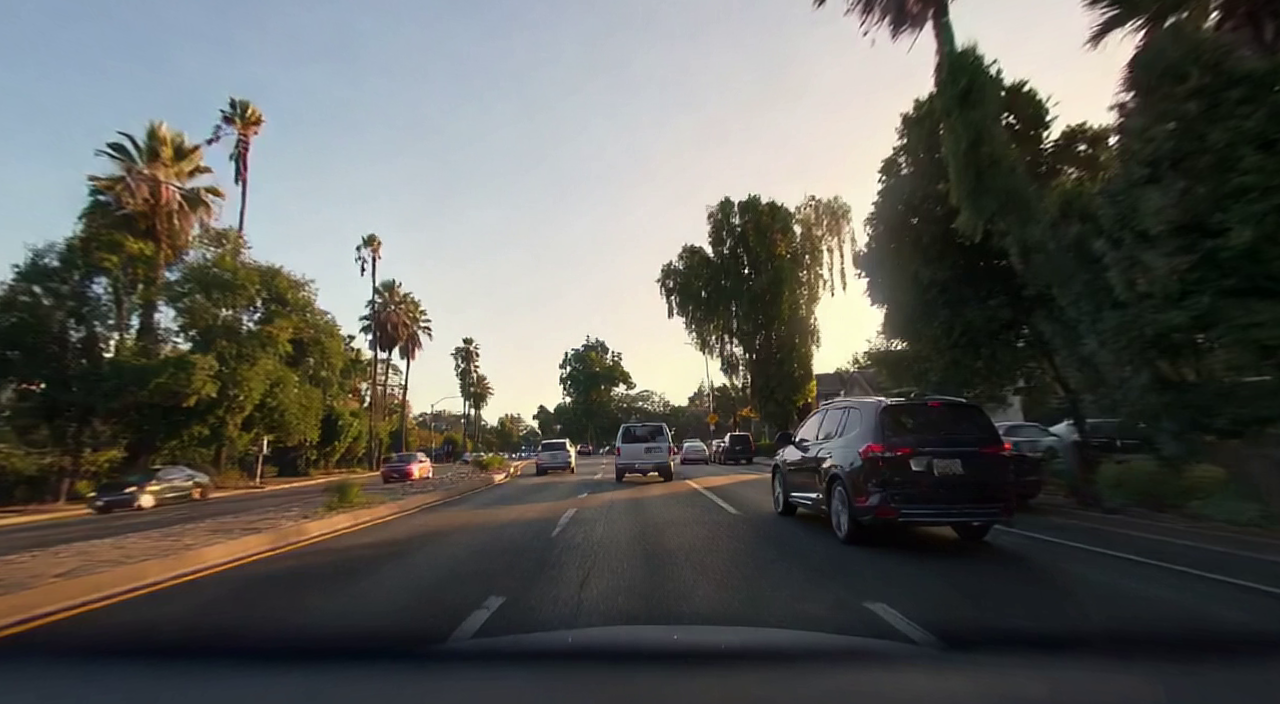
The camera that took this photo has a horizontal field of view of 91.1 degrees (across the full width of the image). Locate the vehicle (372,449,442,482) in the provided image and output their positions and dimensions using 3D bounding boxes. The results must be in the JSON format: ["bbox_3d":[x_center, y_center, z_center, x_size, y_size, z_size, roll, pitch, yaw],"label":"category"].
[{"bbox_3d":[-12.351,6.031,33.650,2.068,1.630,4.650,0,-9,-2],"label":"vehicle"}]

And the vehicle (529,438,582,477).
[{"bbox_3d":[-3.899,4.954,29.734,2.235,1.682,4.662,1,-9,-5],"label":"vehicle"}]

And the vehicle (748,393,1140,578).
[{"bbox_3d":[3.585,1.792,9.443,2.576,1.815,6.267,0,-9,-2],"label":"vehicle"}]

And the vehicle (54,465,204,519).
[{"bbox_3d":[-18.569,5.061,23.168,1.956,1.494,4.503,-4,-8,-3],"label":"vehicle"}]

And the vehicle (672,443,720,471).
[{"bbox_3d":[3.002,5.778,34.819,2.178,1.411,4.732,0,-9,-1],"label":"vehicle"}]

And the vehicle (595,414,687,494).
[{"bbox_3d":[-0.186,3.250,20.224,2.507,2.161,6.049,1,-9,-4],"label":"vehicle"}]
